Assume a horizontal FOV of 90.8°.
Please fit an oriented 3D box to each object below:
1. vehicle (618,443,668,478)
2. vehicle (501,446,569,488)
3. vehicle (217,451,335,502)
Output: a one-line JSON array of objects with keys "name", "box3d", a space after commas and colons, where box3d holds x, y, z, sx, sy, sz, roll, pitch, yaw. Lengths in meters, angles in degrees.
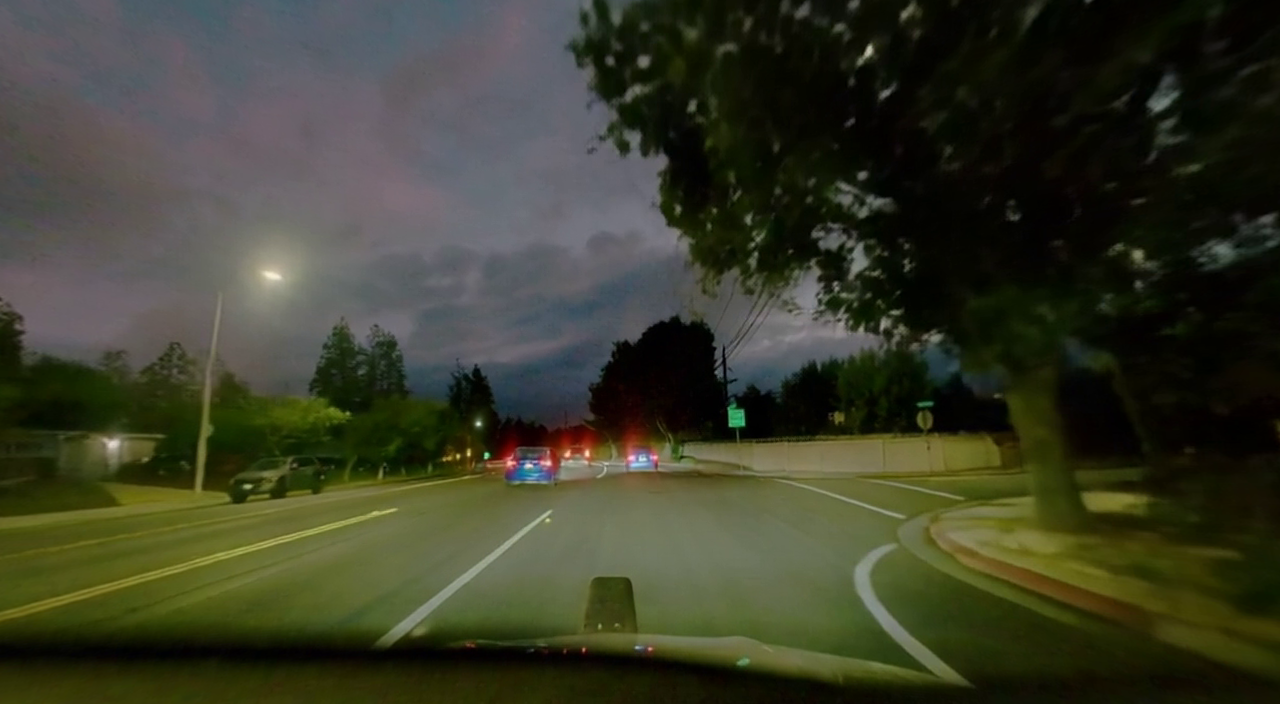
[{"name": "vehicle", "box3d": [0.071, 5.060, 29.667, 2.168, 1.504, 4.284, 0, -9, -2]}, {"name": "vehicle", "box3d": [-3.863, 4.279, 23.934, 1.913, 1.425, 4.235, 0, -9, -1]}, {"name": "vehicle", "box3d": [-14.350, 4.902, 25.295, 2.083, 1.817, 4.532, 0, -9, -1]}]
